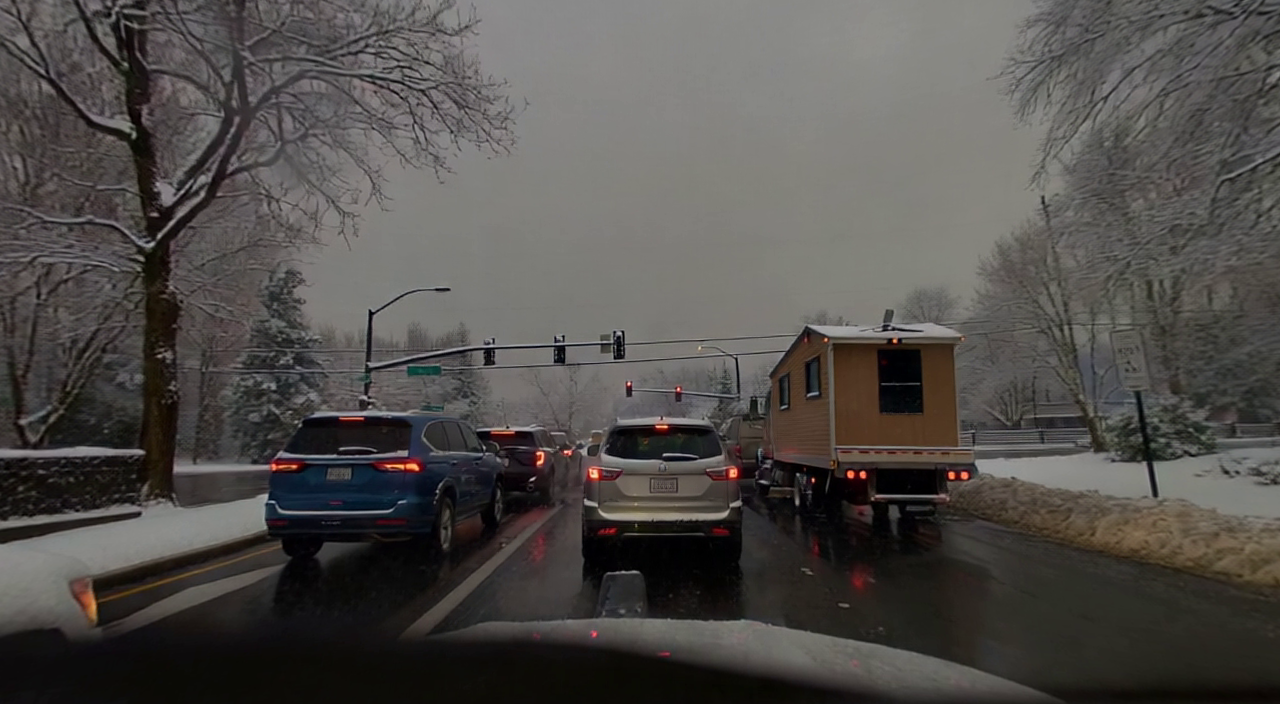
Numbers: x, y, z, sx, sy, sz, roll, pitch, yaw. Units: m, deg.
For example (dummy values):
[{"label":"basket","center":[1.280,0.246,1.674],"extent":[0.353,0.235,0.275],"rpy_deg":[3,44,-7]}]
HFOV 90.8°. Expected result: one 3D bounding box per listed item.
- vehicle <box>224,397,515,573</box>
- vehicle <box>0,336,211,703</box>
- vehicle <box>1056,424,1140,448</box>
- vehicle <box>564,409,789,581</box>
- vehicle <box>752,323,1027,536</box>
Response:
[{"label":"vehicle","center":[-3.261,1.714,8.852],"extent":[2.085,1.812,4.388],"rpy_deg":[0,-9,0]},{"label":"vehicle","center":[-3.420,0.677,1.480],"extent":[1.952,1.730,4.116],"rpy_deg":[0,-9,-1]},{"label":"vehicle","center":[33.161,6.141,45.892],"extent":[4.671,1.595,1.824],"rpy_deg":[-6,-10,31]},{"label":"vehicle","center":[0.365,1.710,8.314],"extent":[2.189,1.649,4.171],"rpy_deg":[0,-9,0]},{"label":"vehicle","center":[3.693,1.395,11.001],"extent":[2.531,2.750,5.595],"rpy_deg":[0,-9,1]}]
